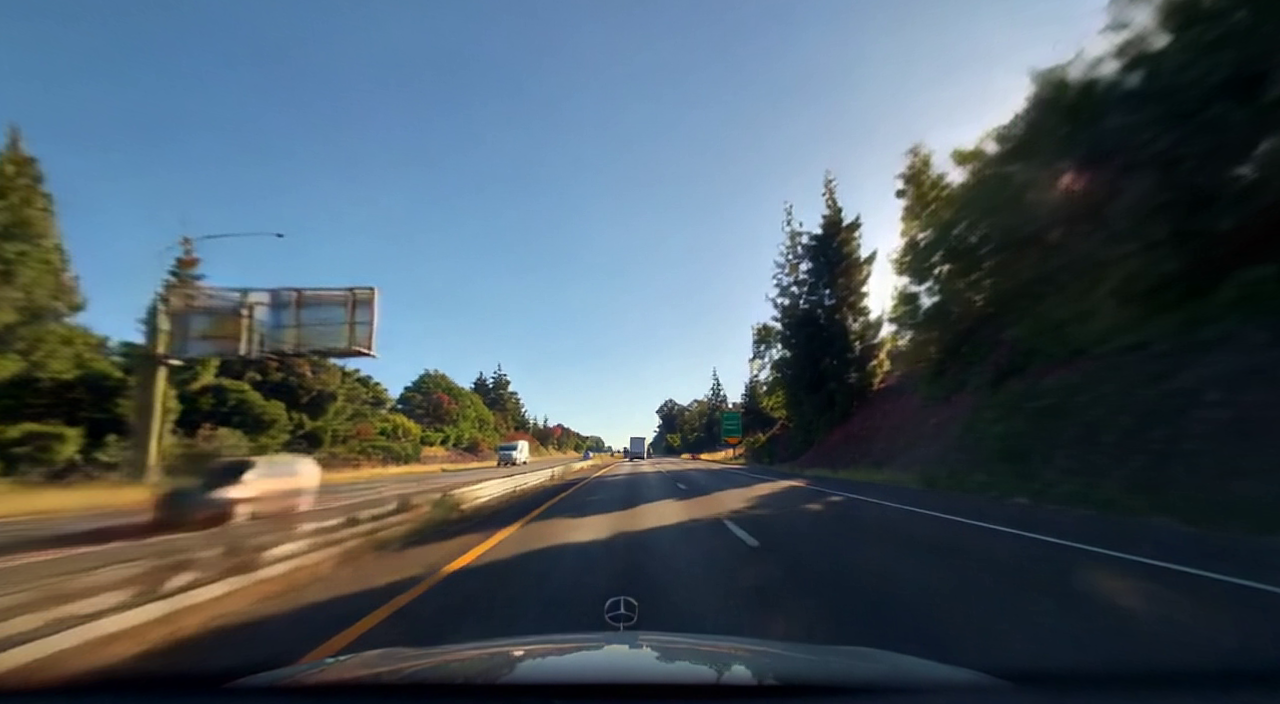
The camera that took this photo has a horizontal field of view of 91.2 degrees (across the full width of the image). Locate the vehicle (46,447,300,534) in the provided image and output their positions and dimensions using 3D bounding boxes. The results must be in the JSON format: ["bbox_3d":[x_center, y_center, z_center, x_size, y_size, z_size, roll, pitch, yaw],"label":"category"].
[{"bbox_3d":[-9.645,2.834,13.584,1.915,1.530,4.629,0,-9,0],"label":"vehicle"}]
